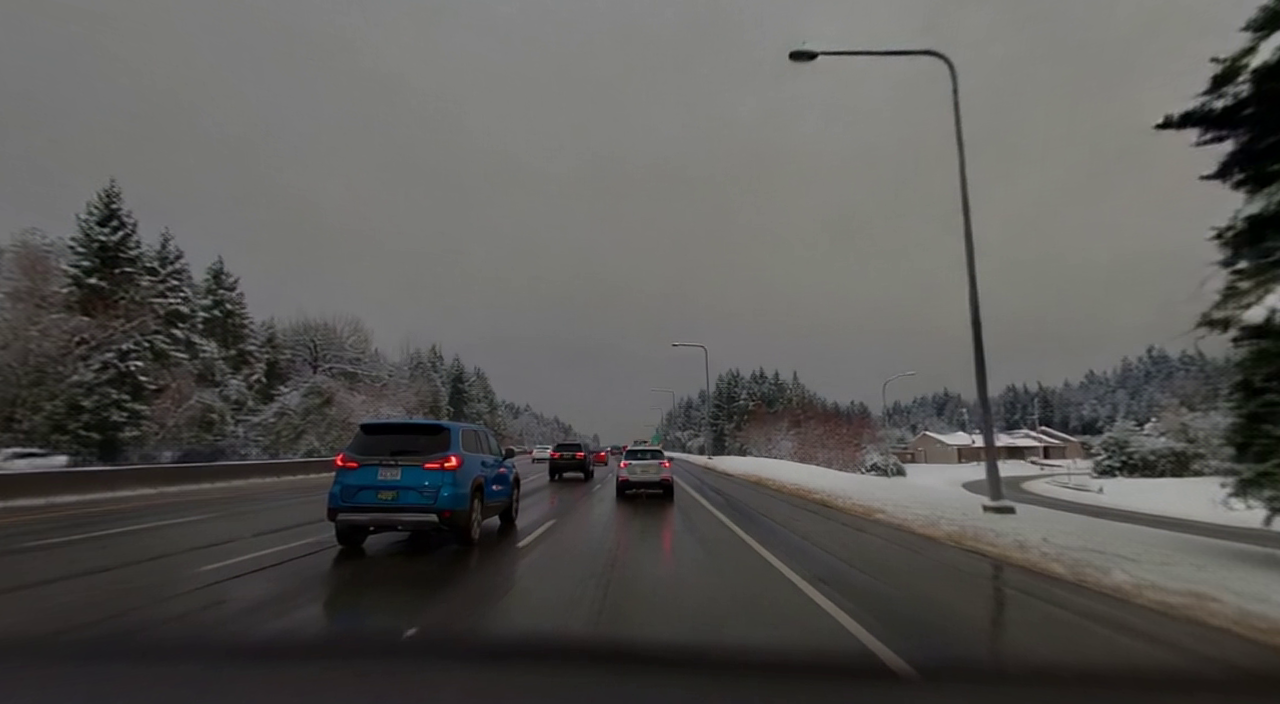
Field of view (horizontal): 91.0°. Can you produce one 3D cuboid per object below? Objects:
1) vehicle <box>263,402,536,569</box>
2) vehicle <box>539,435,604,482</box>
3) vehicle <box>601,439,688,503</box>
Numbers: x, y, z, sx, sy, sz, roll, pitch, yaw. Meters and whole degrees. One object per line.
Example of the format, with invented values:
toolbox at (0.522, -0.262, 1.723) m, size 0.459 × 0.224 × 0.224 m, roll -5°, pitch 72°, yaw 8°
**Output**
vehicle at (-2.967, 1.762, 8.971) m, size 2.123 × 1.798 × 4.108 m, roll 0°, pitch -9°, yaw 2°
vehicle at (-2.752, 4.431, 26.459) m, size 2.125 × 1.771 × 4.721 m, roll 0°, pitch -9°, yaw 1°
vehicle at (0.097, 3.151, 17.078) m, size 2.068 × 1.488 × 4.045 m, roll 0°, pitch -9°, yaw -1°
